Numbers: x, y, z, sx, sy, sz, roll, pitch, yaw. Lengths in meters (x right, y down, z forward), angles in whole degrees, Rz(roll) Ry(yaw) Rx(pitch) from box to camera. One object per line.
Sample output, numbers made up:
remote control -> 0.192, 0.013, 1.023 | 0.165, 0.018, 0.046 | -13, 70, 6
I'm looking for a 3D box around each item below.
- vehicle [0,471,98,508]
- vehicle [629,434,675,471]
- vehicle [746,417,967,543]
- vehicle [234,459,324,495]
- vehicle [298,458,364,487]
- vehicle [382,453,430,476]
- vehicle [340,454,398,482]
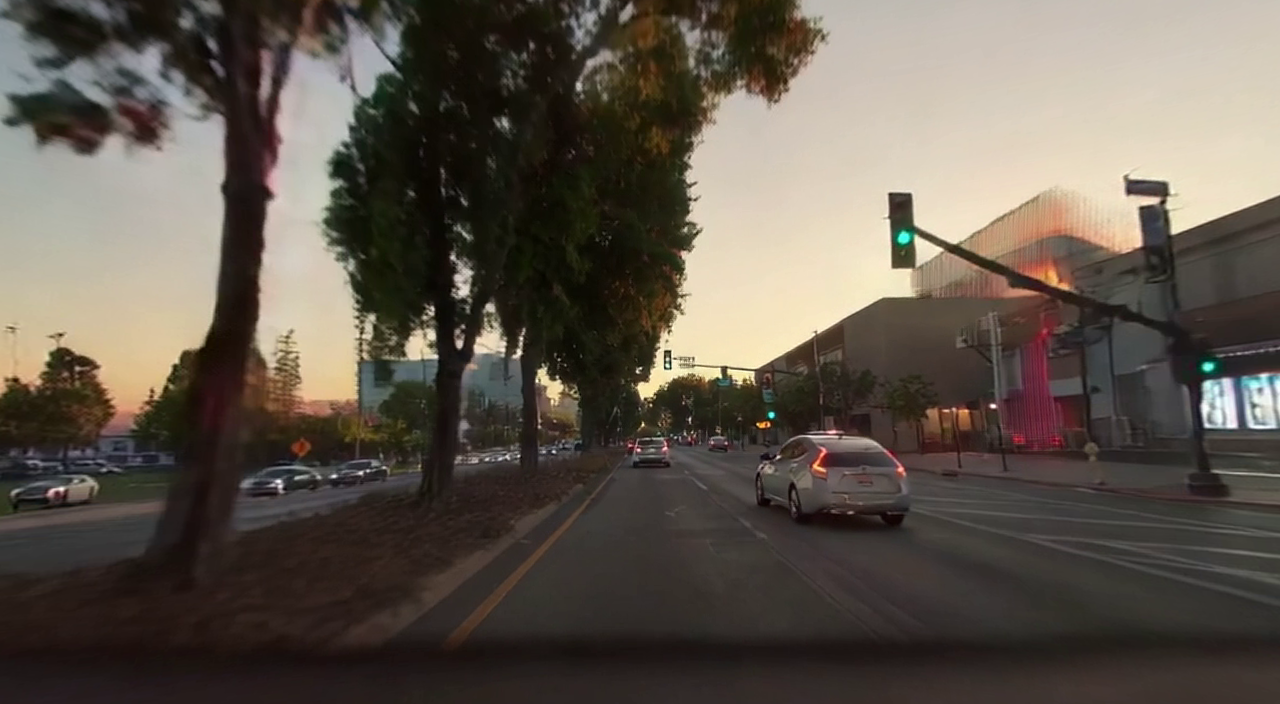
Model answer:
vehicle -> -29.714, 6.715, 30.887 | 4.483, 1.618, 1.829 | 0, -8, -2
vehicle -> 0.523, 4.933, 31.011 | 2.125, 1.669, 3.880 | 0, -8, -1
vehicle -> 3.164, 1.988, 10.466 | 1.931, 1.591, 4.708 | 0, -8, -1
vehicle -> -18.508, 6.386, 32.592 | 1.853, 1.614, 4.514 | -1, -8, 2
vehicle -> -18.458, 7.206, 37.865 | 1.786, 1.523, 4.309 | 0, -8, -1
vehicle -> -18.373, 8.852, 49.758 | 1.956, 1.647, 4.643 | 0, -8, 1
vehicle -> -18.491, 7.907, 43.225 | 2.049, 1.678, 4.376 | 0, -8, 0
